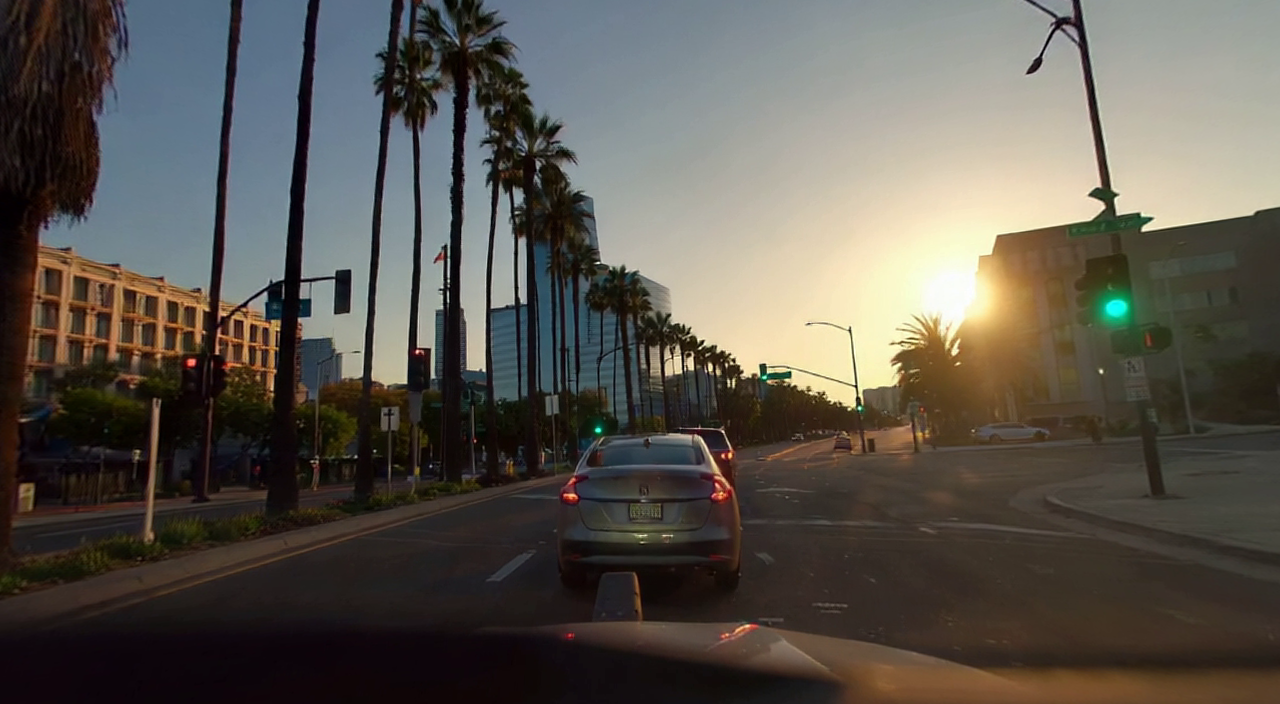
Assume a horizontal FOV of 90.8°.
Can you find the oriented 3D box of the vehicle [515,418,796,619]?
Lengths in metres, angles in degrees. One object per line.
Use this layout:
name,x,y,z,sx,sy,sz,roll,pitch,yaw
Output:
vehicle,0.143,1.556,6.840,2.096,1.492,4.071,0,-9,1
